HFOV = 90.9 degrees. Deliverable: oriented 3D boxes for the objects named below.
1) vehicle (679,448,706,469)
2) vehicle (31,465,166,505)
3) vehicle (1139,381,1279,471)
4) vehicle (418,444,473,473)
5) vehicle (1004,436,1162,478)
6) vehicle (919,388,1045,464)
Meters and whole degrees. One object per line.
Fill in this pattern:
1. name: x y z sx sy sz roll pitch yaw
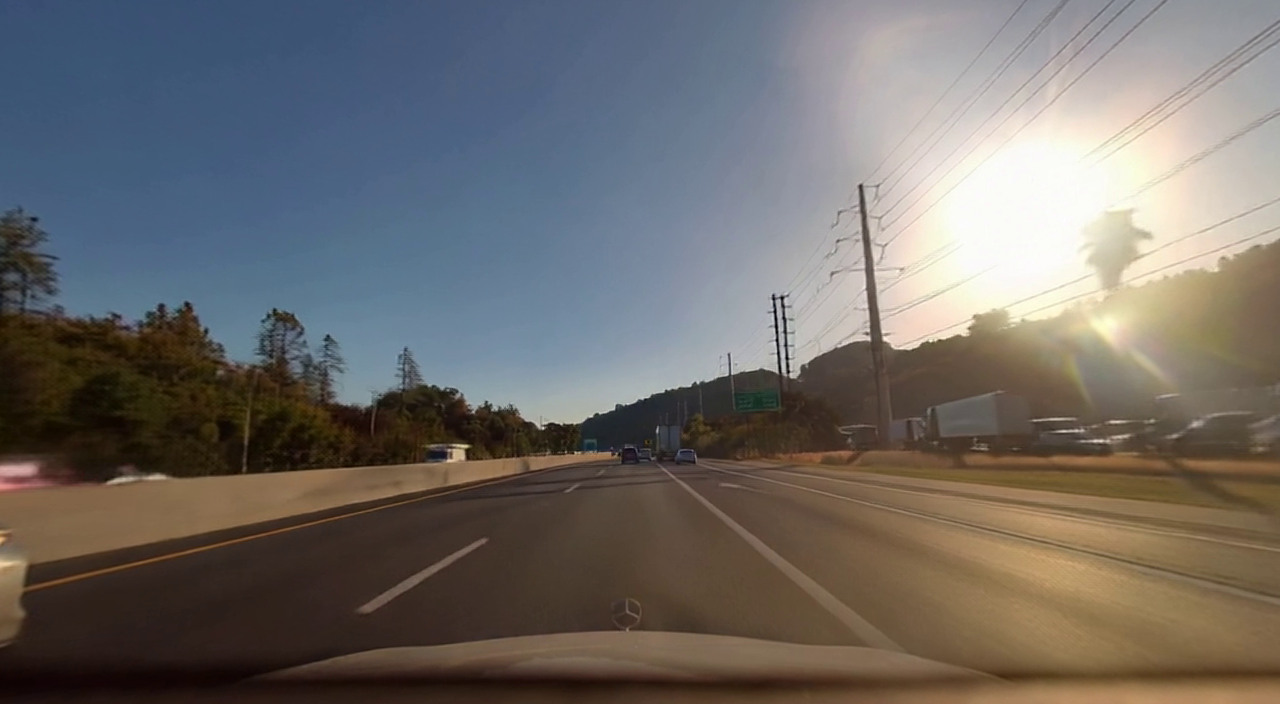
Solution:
1. vehicle: 4.019 8.225 48.741 1.779 1.512 3.517 0 -9 0
2. vehicle: -23.500 5.745 27.628 1.821 1.485 4.597 0 -9 0
3. vehicle: 31.682 3.581 30.746 2.917 4.219 14.528 -3 -8 1
4. vehicle: -12.483 6.847 40.708 2.097 1.747 4.775 0 -9 -1
5. vehicle: 22.816 5.490 33.125 2.735 1.910 7.423 0 -9 -2
6. vehicle: 22.799 5.189 43.024 2.948 4.403 10.315 -3 -8 2
